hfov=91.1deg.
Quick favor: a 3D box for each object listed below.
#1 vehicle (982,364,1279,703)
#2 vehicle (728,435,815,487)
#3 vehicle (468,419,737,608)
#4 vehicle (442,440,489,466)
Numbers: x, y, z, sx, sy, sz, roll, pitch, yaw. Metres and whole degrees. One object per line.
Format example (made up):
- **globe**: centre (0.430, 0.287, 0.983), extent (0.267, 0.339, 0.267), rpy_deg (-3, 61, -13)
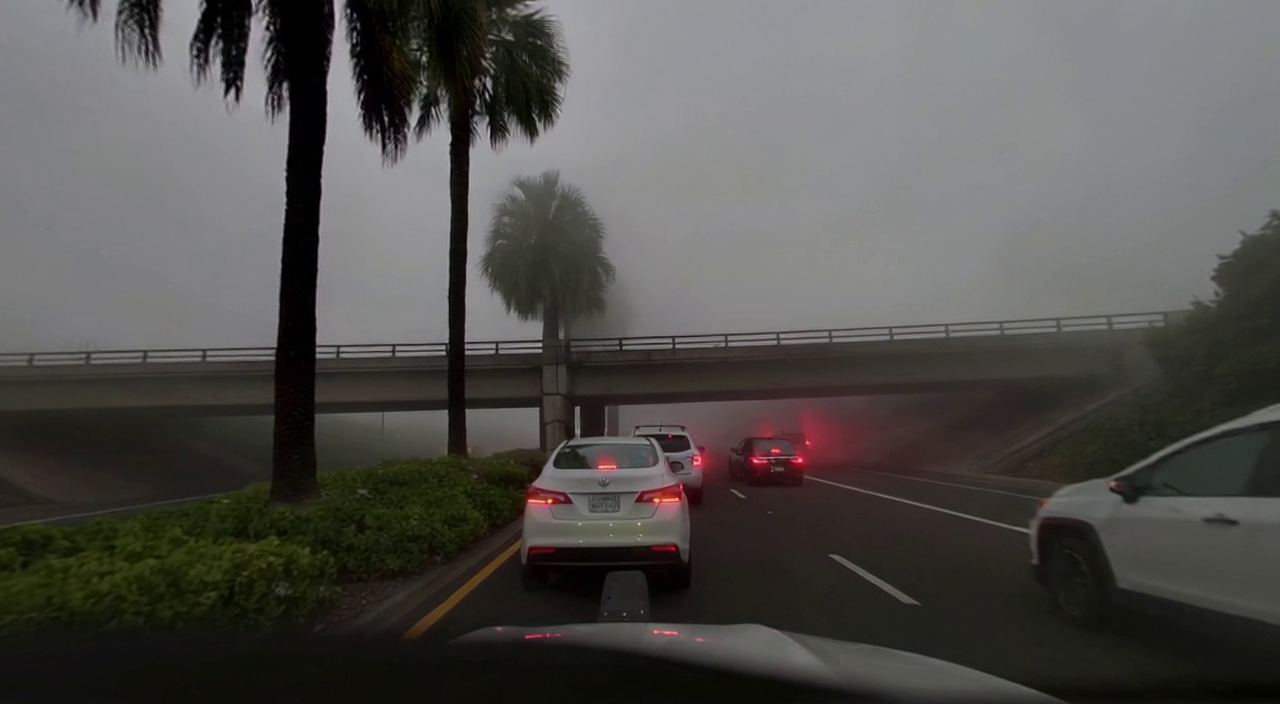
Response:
- **vehicle**: centre (4.021, 0.890, 3.026), extent (2.149, 1.609, 4.807), rpy_deg (0, -8, 2)
- **vehicle**: centre (4.197, 3.562, 20.901), extent (2.034, 1.517, 4.840), rpy_deg (0, -8, 2)
- **vehicle**: centre (-0.249, 1.604, 7.155), extent (2.172, 1.506, 4.018), rpy_deg (0, -8, 2)
- **vehicle**: centre (-12.190, 7.087, 44.233), extent (2.084, 1.704, 4.485), rpy_deg (0, -8, -1)
